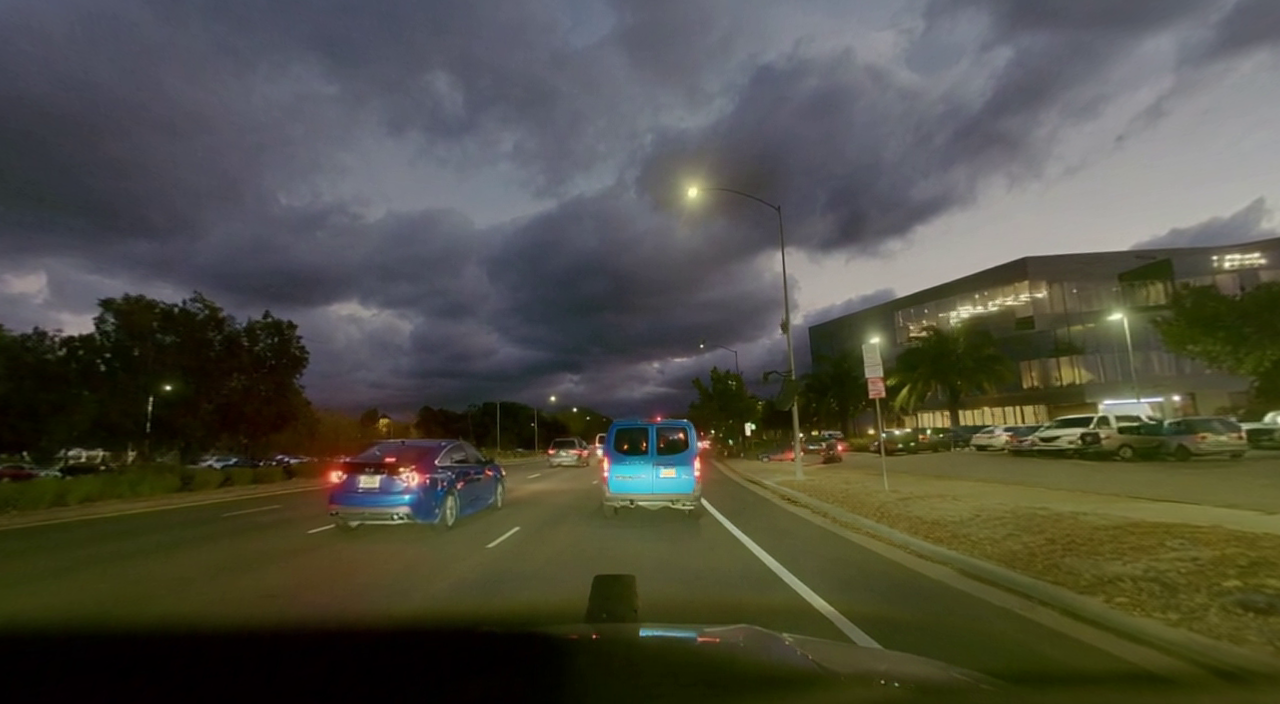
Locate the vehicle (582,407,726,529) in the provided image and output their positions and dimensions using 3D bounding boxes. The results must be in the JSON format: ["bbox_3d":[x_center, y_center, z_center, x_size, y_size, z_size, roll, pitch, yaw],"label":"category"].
[{"bbox_3d":[0.289,2.065,11.696,2.173,1.830,4.189,0,-9,2],"label":"vehicle"}]

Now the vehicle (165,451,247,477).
[{"bbox_3d":[-32.789,8.455,47.951,1.977,1.788,4.978,-2,-9,13],"label":"vehicle"}]

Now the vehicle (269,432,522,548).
[{"bbox_3d":[-3.592,2.122,10.525,1.991,1.459,4.813,-1,-9,4],"label":"vehicle"}]
